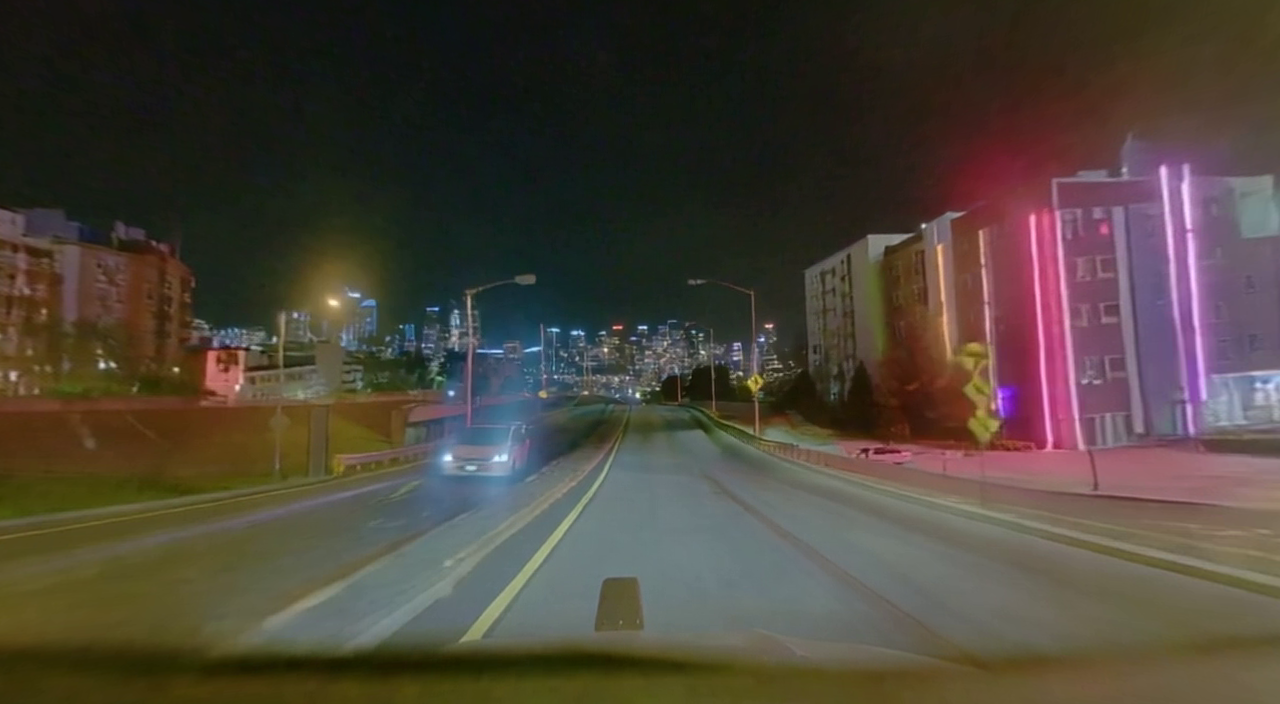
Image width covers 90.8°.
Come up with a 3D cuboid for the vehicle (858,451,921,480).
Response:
[{"bbox_3d":[14.279,6.502,36.428,1.809,1.497,3.837,-1,-9,-4],"label":"vehicle"}]

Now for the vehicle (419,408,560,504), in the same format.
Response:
[{"bbox_3d":[-3.191,2.340,14.448,2.109,1.848,4.338,0,-8,1],"label":"vehicle"}]
